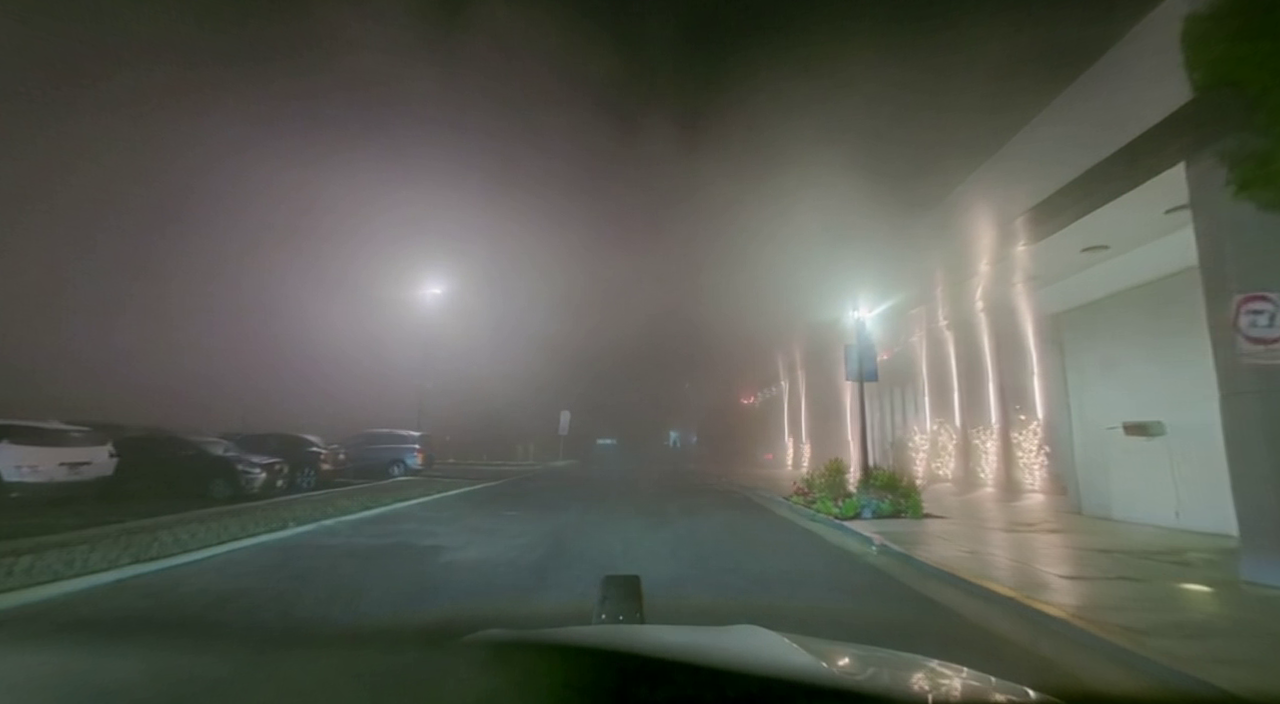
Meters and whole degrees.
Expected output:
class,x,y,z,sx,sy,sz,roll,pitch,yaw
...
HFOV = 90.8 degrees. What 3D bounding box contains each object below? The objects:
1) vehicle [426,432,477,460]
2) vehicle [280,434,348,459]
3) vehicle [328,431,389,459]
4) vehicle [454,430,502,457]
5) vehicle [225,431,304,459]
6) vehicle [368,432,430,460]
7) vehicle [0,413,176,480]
class,x,y,z,sx,sy,sz,roll,pitch,yaw
vehicle,-11.724,5.895,39.631,1.892,1.597,4.259,0,-8,0
vehicle,-20.130,5.870,39.206,1.909,1.474,3.908,-1,-8,4
vehicle,-17.468,5.805,39.387,1.902,1.645,3.903,0,-9,1
vehicle,-11.546,6.591,45.452,2.058,1.832,5.009,0,-8,1
vehicle,-23.147,5.757,39.121,1.773,1.498,4.085,2,-8,13
vehicle,-14.832,5.819,39.091,1.928,1.613,4.197,-1,-8,4
vehicle,-18.113,3.106,20.865,1.972,1.923,4.535,-1,-8,2
